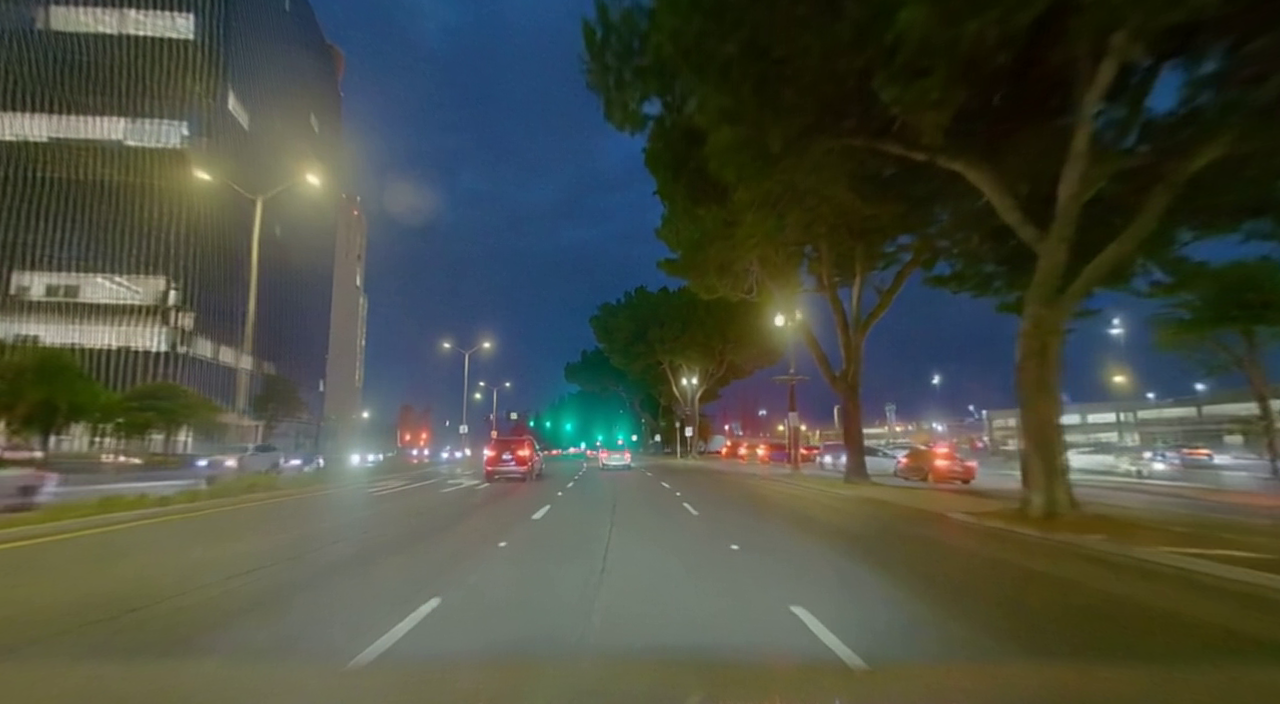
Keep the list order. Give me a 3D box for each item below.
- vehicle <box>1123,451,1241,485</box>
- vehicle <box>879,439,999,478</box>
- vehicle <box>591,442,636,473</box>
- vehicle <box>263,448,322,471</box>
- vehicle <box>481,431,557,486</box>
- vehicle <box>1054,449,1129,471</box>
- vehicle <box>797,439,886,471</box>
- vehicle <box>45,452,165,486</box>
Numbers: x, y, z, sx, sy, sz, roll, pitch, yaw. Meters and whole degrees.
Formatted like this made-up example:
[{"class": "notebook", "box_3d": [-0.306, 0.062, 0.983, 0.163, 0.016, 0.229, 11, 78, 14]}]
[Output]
[{"class": "vehicle", "box_3d": [25.620, 5.458, 30.103, 1.690, 1.365, 4.336, -1, -8, -1]}, {"class": "vehicle", "box_3d": [12.976, 4.661, 27.644, 4.264, 1.566, 1.854, -1, -9, 2]}, {"class": "vehicle", "box_3d": [-1.353, 5.109, 30.814, 2.050, 1.385, 4.096, 0, -8, -4]}, {"class": "vehicle", "box_3d": [-22.177, 6.864, 40.529, 1.751, 1.342, 4.414, 1, -8, -7]}, {"class": "vehicle", "box_3d": [-4.279, 3.839, 23.059, 2.001, 1.784, 4.483, 0, -8, -2]}, {"class": "vehicle", "box_3d": [30.840, 7.380, 43.337, 1.689, 1.351, 4.643, 0, -8, -1]}, {"class": "vehicle", "box_3d": [11.872, 6.087, 37.456, 4.569, 1.813, 1.872, 0, -8, -4]}, {"class": "vehicle", "box_3d": [-25.348, 5.532, 30.183, 1.840, 1.430, 4.736, 0, -8, -4]}]
